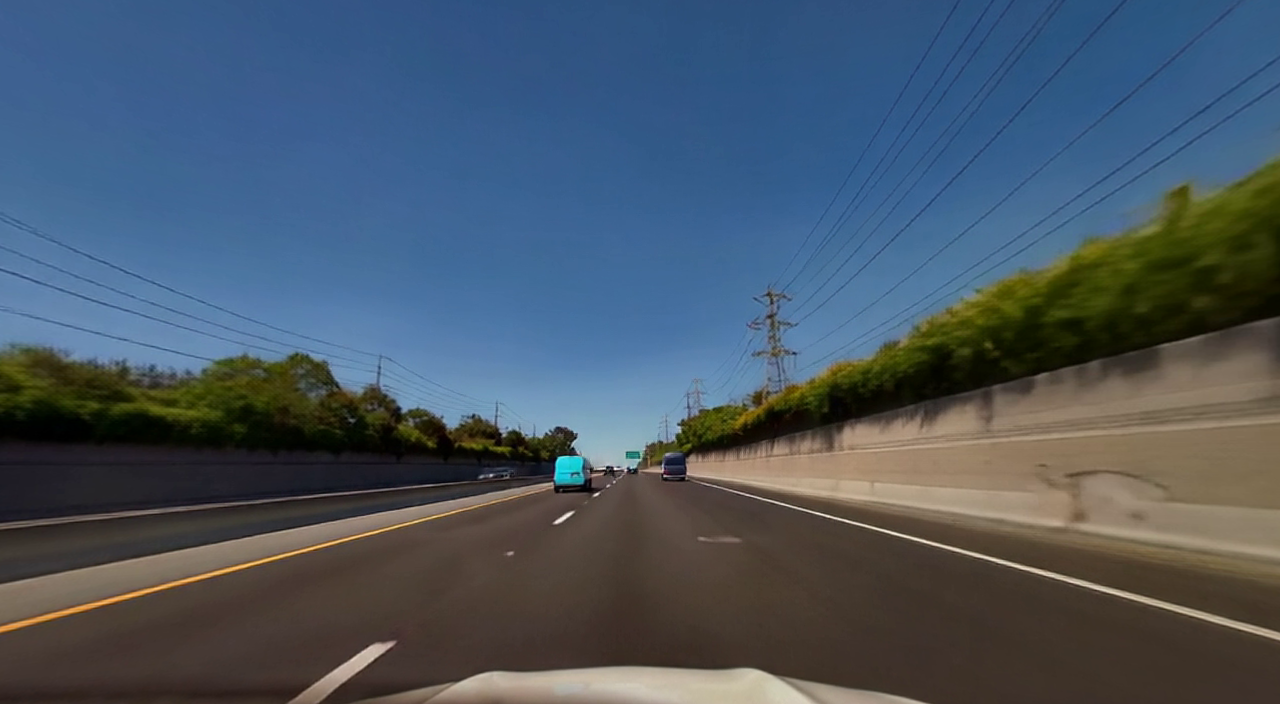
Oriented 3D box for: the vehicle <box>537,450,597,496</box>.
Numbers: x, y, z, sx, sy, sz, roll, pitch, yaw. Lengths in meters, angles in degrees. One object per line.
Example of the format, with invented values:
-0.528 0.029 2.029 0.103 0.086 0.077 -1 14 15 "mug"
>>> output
-3.422 5.848 30.502 2.324 2.008 4.654 1 -11 0 "vehicle"
